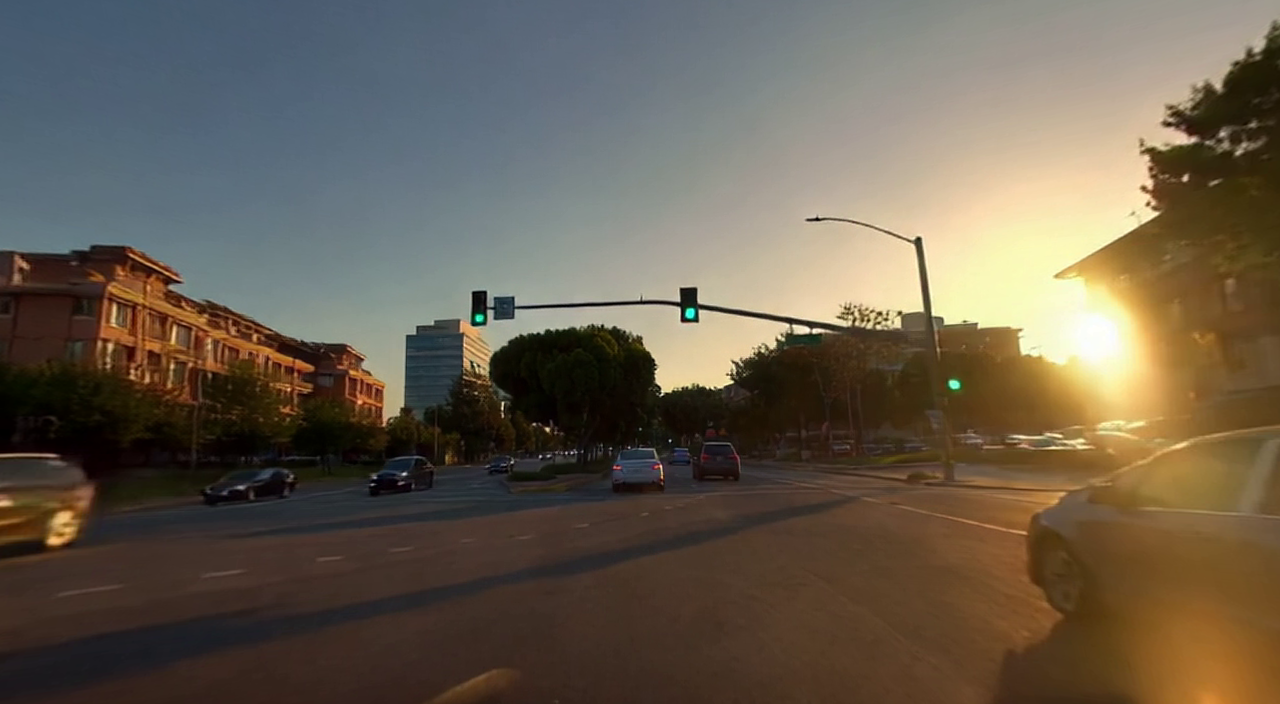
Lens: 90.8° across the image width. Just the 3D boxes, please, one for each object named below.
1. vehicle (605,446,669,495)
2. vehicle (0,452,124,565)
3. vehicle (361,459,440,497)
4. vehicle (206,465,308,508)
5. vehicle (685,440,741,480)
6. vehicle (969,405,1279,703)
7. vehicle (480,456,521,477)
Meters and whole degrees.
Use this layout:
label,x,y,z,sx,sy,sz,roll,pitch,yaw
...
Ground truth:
label,x,y,z,sx,sy,sz,roll,pitch,yaw
vehicle,-0.088,4.064,22.049,2.034,1.500,3.966,0,-9,0
vehicle,-11.203,2.494,10.016,2.102,1.758,4.532,-1,-9,1
vehicle,-10.787,5.676,28.816,1.808,1.512,4.447,0,-9,1
vehicle,-17.889,6.255,29.793,1.918,1.738,4.589,0,-9,0
vehicle,3.506,5.302,31.255,2.107,1.773,4.557,0,-9,-1
vehicle,3.839,1.022,3.086,2.049,1.473,4.425,0,-9,0
vehicle,-10.844,8.940,49.405,2.043,1.456,4.627,0,-9,1
